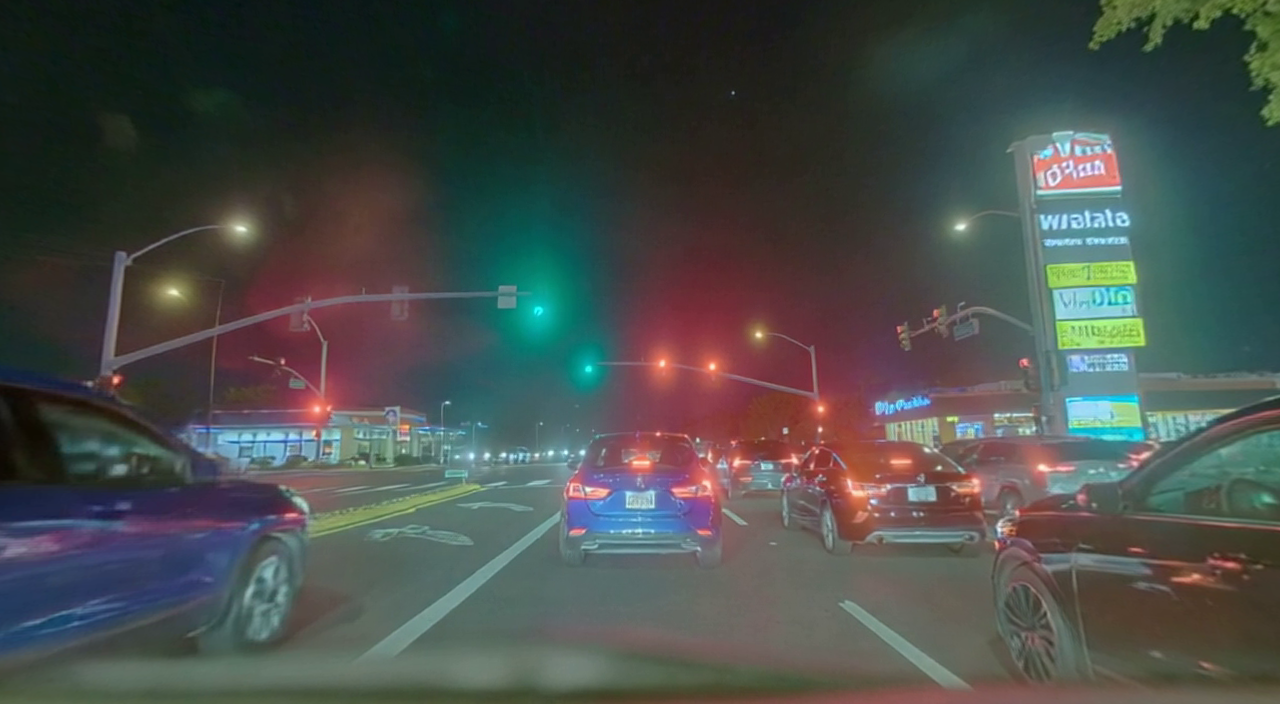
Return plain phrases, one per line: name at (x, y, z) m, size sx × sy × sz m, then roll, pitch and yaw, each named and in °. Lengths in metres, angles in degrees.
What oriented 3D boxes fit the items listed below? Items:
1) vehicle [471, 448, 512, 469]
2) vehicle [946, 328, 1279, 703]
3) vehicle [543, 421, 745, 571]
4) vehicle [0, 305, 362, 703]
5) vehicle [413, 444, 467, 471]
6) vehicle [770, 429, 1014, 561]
vehicle at (-11.230, 8.054, 48.095) m, size 2.099 × 1.478 × 4.411 m, roll 0°, pitch -9°, yaw 0°
vehicle at (3.000, 0.740, 1.802) m, size 2.075 × 1.661 × 4.401 m, roll 0°, pitch -9°, yaw 1°
vehicle at (0.025, 1.823, 8.688) m, size 2.154 × 1.577 × 3.723 m, roll 0°, pitch -9°, yaw 0°
vehicle at (-3.416, 0.833, 2.740) m, size 2.257 × 1.823 × 4.777 m, roll 0°, pitch -9°, yaw 0°
vehicle at (-15.066, 7.931, 47.903) m, size 2.395 × 1.903 × 4.860 m, roll 0°, pitch -9°, yaw 1°
vehicle at (3.341, 1.961, 9.423) m, size 1.865 × 1.496 × 4.170 m, roll 0°, pitch -9°, yaw -1°
